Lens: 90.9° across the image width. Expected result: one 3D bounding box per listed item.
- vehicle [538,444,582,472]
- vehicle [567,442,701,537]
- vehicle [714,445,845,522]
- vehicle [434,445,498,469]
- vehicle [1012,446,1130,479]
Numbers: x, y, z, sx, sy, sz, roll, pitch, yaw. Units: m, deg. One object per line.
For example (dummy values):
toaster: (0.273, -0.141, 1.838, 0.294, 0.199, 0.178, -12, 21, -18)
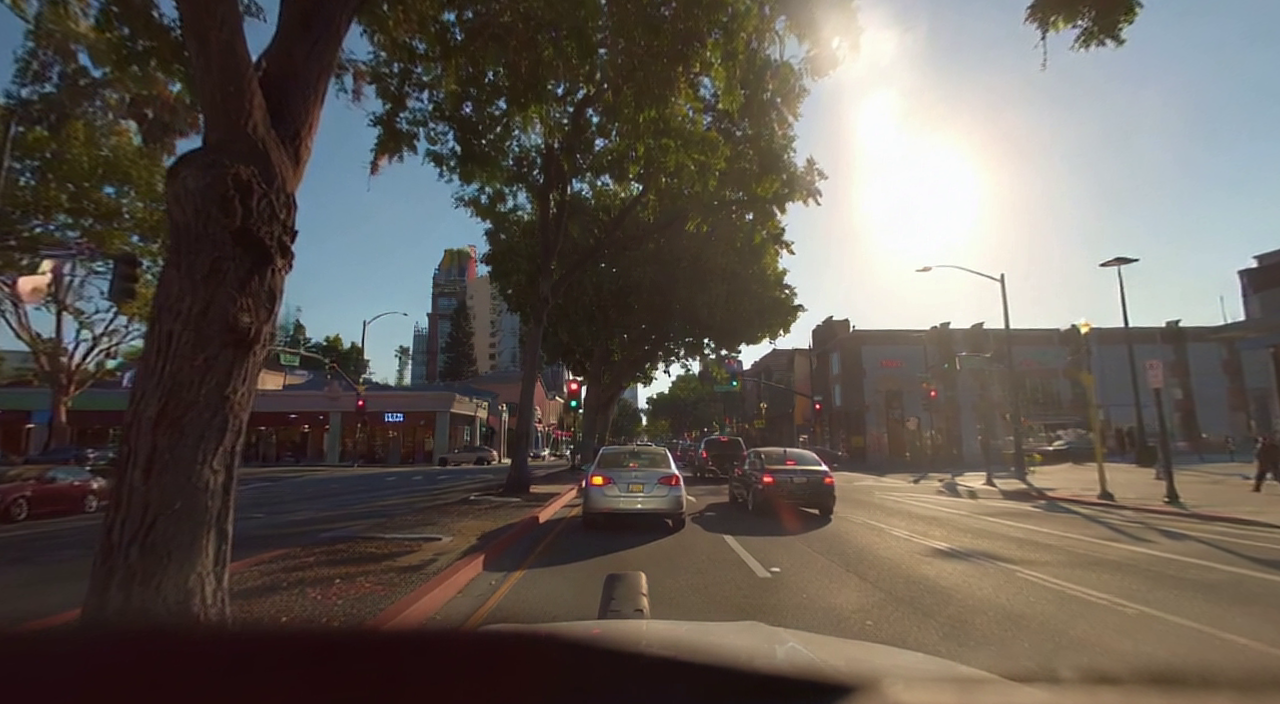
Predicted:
vehicle: (-5.171, 6.917, 41.251, 2.192, 1.708, 4.291, -1, -9, 2)
vehicle: (-0.125, 2.469, 11.997, 2.087, 1.456, 4.143, 0, -8, -1)
vehicle: (2.918, 2.827, 14.214, 1.893, 1.446, 4.270, 0, -8, -1)
vehicle: (-13.543, 8.239, 49.506, 2.098, 1.748, 5.353, -3, -9, 19)
vehicle: (22.348, 5.746, 32.814, 4.610, 1.622, 1.934, -1, -9, 4)
